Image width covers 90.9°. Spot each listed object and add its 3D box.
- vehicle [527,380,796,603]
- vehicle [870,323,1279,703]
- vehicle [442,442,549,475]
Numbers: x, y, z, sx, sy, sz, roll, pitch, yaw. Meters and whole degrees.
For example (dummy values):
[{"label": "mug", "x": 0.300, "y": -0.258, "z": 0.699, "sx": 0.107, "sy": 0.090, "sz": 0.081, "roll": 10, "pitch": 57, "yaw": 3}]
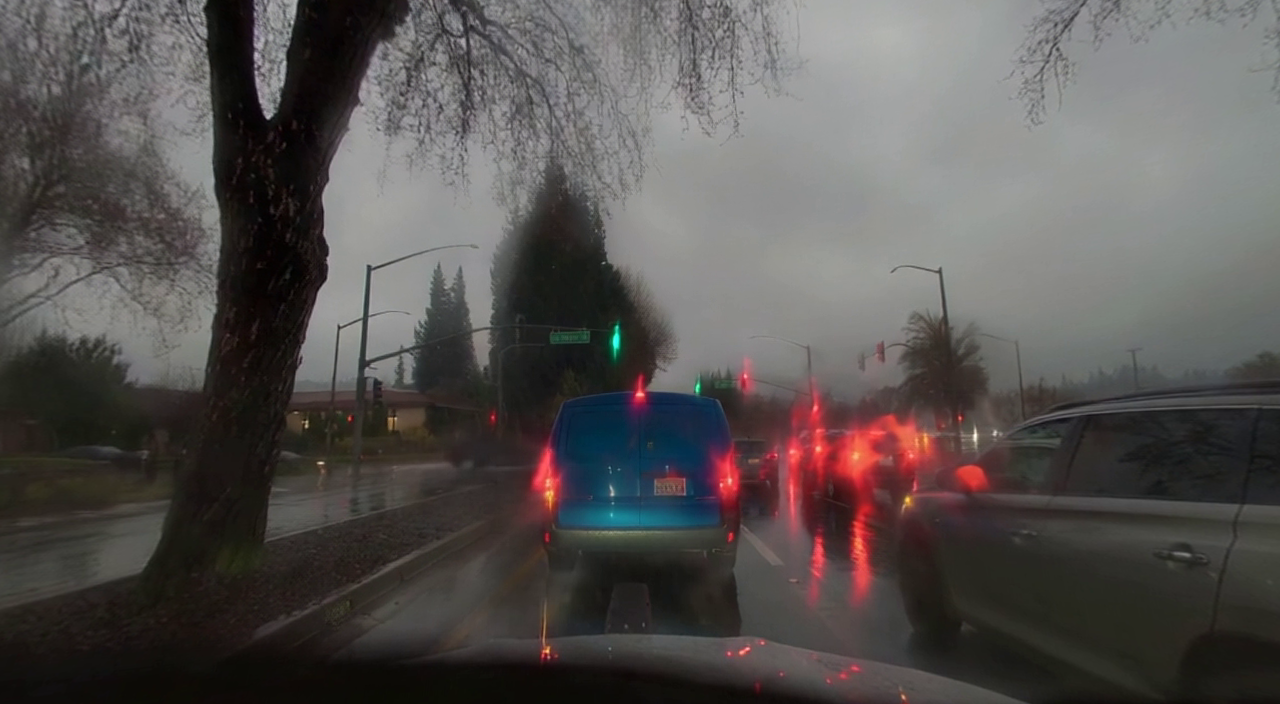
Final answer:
[{"label": "vehicle", "x": 0.188, "y": 1.464, "z": 7.433, "sx": 2.185, "sy": 1.822, "sz": 4.391, "roll": 0, "pitch": -8, "yaw": 0}, {"label": "vehicle", "x": 2.913, "y": 0.945, "z": 3.167, "sx": 1.971, "sy": 1.663, "sz": 4.287, "roll": 0, "pitch": -8, "yaw": 2}, {"label": "vehicle", "x": -6.874, "y": 5.126, "z": 30.413, "sx": 4.789, "sy": 1.514, "sz": 1.866, "roll": 0, "pitch": -8, "yaw": -4}]
